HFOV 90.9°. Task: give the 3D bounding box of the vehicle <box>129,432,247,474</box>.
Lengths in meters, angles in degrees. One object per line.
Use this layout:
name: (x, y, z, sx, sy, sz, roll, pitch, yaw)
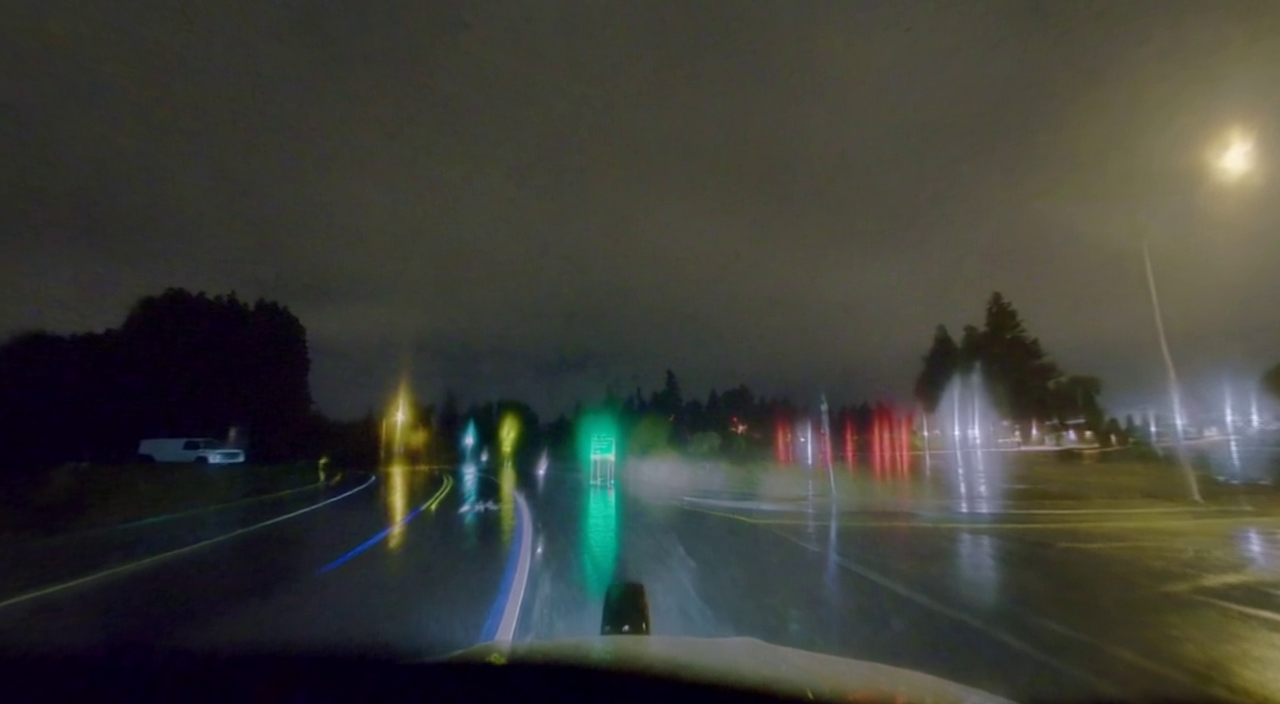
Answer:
vehicle: (-23.107, 5.160, 32.268, 4.699, 1.996, 2.116, -2, -9, 11)
